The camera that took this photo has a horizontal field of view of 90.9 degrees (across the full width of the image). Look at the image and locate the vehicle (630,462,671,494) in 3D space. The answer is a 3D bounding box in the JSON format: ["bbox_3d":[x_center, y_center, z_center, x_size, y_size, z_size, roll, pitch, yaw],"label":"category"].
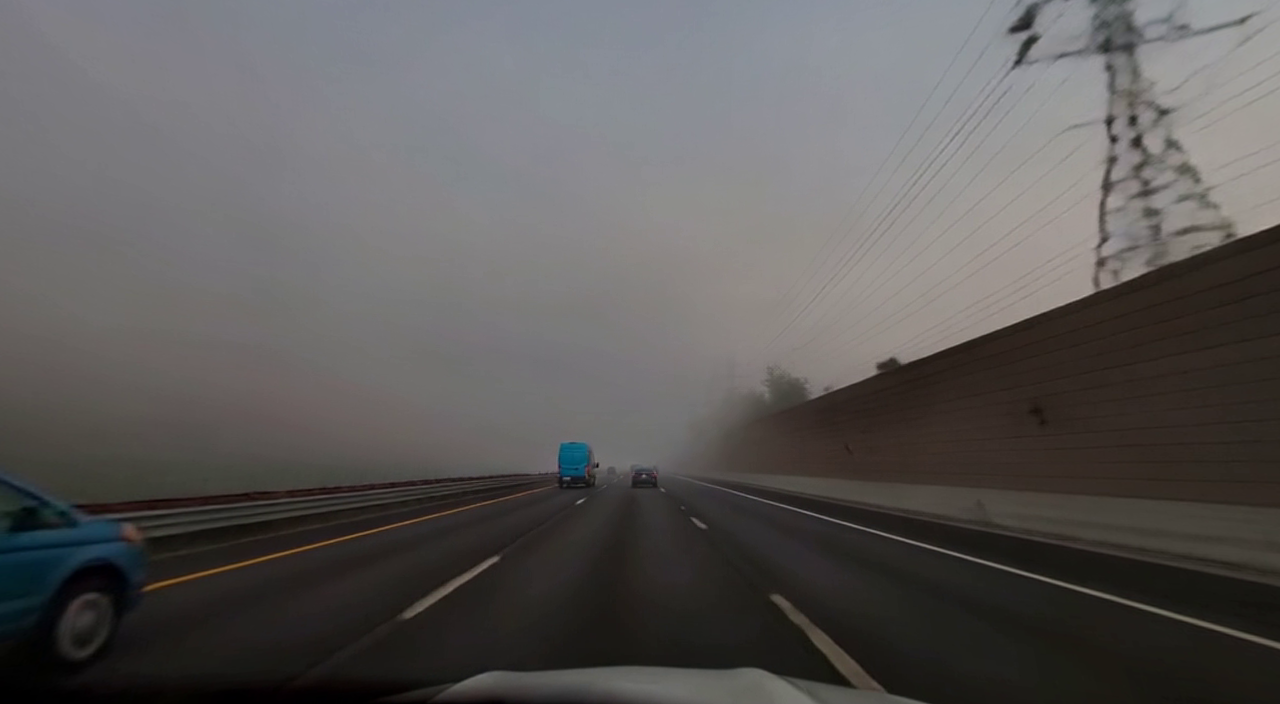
[{"bbox_3d":[0.521,6.587,33.028,2.006,1.554,3.863,1,-11,0],"label":"vehicle"}]

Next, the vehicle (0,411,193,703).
[{"bbox_3d":[-4.343,0.902,2.302,2.023,1.541,4.543,1,-11,0],"label":"vehicle"}]

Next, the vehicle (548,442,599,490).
[{"bbox_3d":[-3.909,7.008,38.612,2.394,2.609,6.875,1,-11,0],"label":"vehicle"}]
